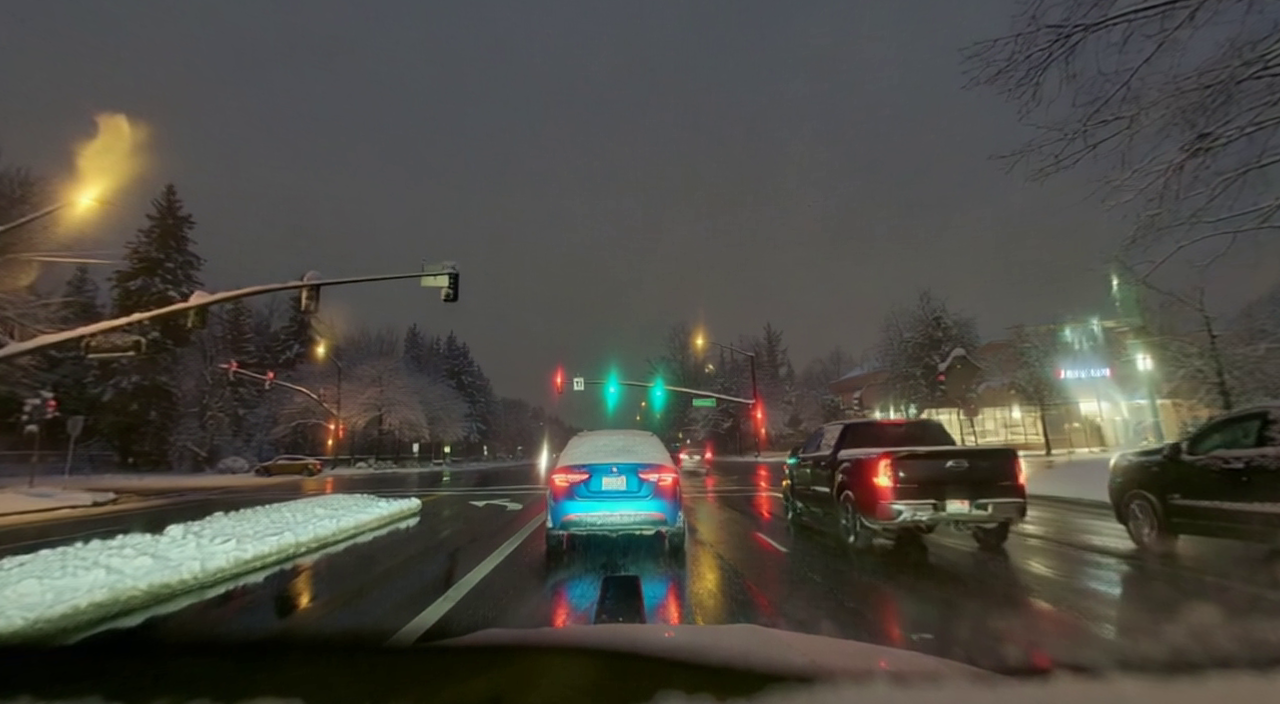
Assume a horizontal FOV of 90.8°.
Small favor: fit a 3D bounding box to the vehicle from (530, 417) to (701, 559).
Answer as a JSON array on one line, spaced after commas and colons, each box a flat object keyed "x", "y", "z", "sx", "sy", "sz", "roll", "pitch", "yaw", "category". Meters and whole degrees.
[{"x": -0.306, "y": 1.895, "z": 9.452, "sx": 2.037, "sy": 1.674, "sz": 3.693, "roll": 0, "pitch": -8, "yaw": 0, "category": "vehicle"}]

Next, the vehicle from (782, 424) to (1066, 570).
[{"x": 3.599, "y": 1.903, "z": 9.192, "sx": 1.955, "sy": 1.550, "sz": 4.587, "roll": 0, "pitch": -8, "yaw": -1, "category": "vehicle"}]

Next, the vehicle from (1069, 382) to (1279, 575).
[{"x": 7.541, "y": 1.284, "z": 6.445, "sx": 2.240, "sy": 1.923, "sz": 5.678, "roll": 0, "pitch": -8, "yaw": -1, "category": "vehicle"}]
